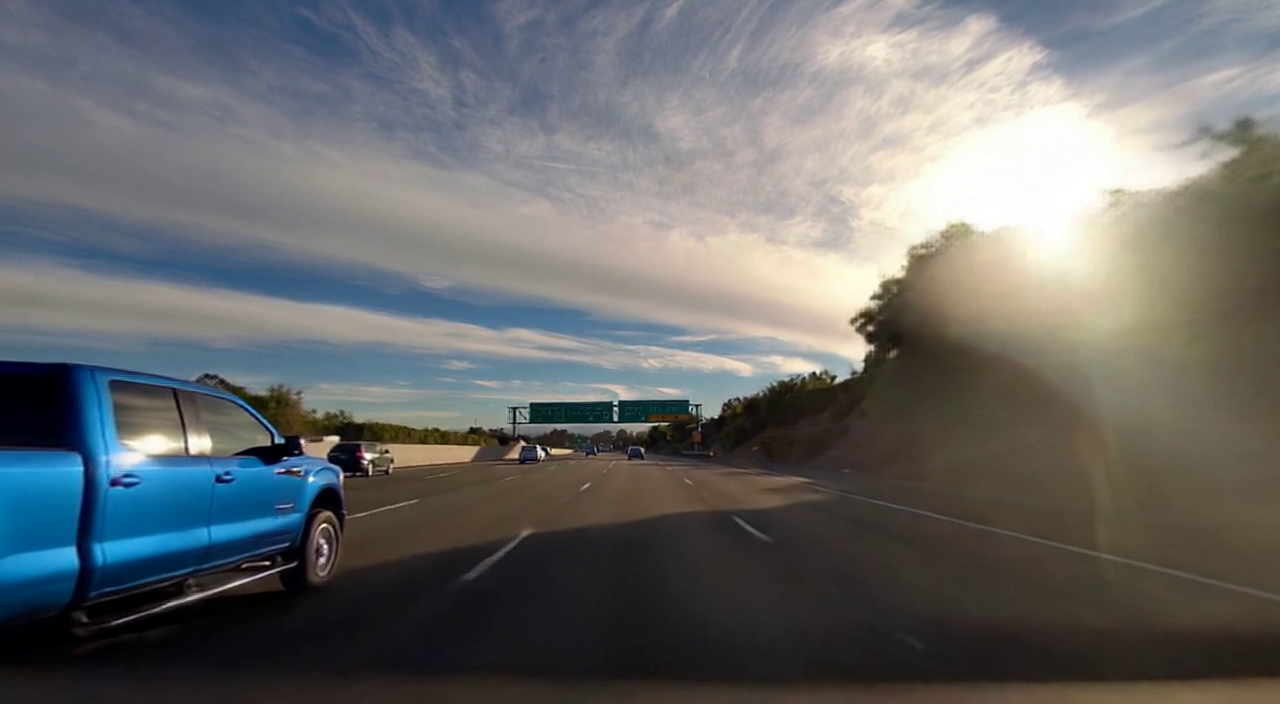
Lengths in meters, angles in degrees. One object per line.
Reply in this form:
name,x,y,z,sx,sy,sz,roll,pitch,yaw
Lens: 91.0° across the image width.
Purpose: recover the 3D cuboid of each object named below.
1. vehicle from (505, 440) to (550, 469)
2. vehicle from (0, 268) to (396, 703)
vehicle,-7.942,7.277,45.061,2.260,1.917,5.499,0,-9,-1
vehicle,-3.898,0.831,3.843,2.339,2.004,6.171,0,-9,0
